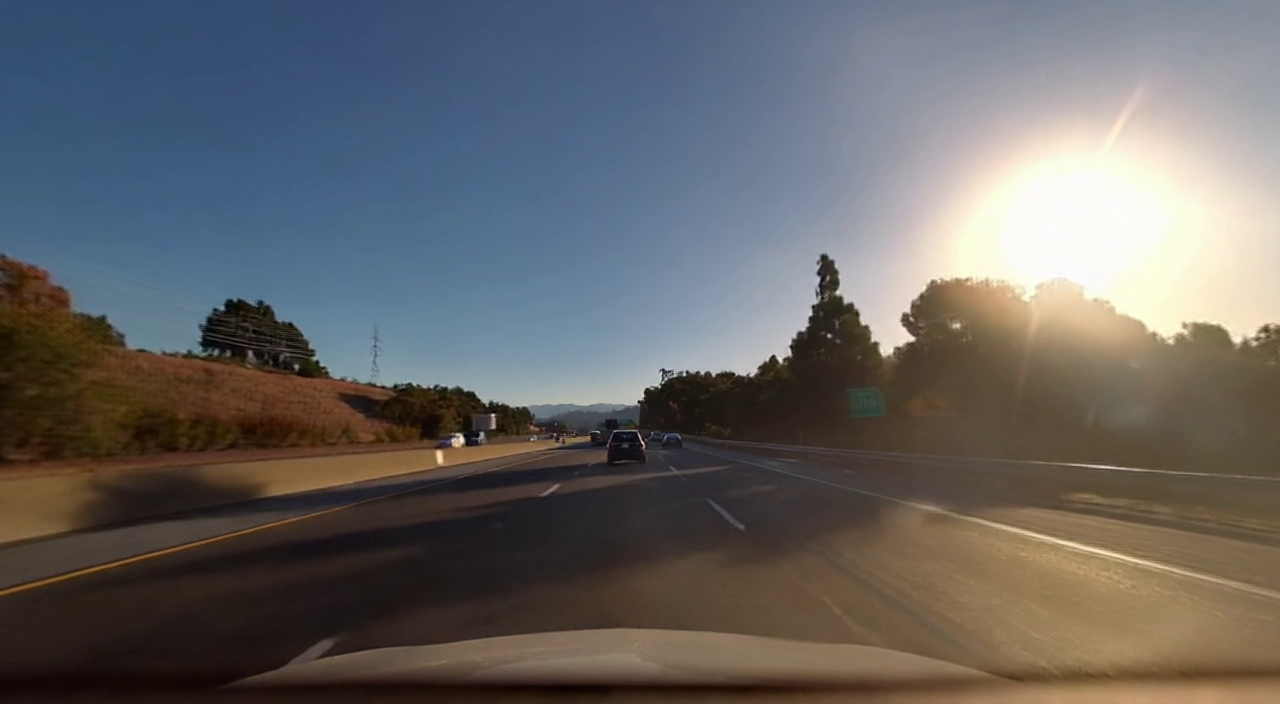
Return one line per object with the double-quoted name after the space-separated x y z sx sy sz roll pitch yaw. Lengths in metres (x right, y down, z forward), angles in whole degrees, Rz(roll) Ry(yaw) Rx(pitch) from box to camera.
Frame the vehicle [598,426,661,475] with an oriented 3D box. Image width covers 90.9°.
-0.370 3.504 22.686 2.094 1.600 3.666 0 -8 -1 "vehicle"
